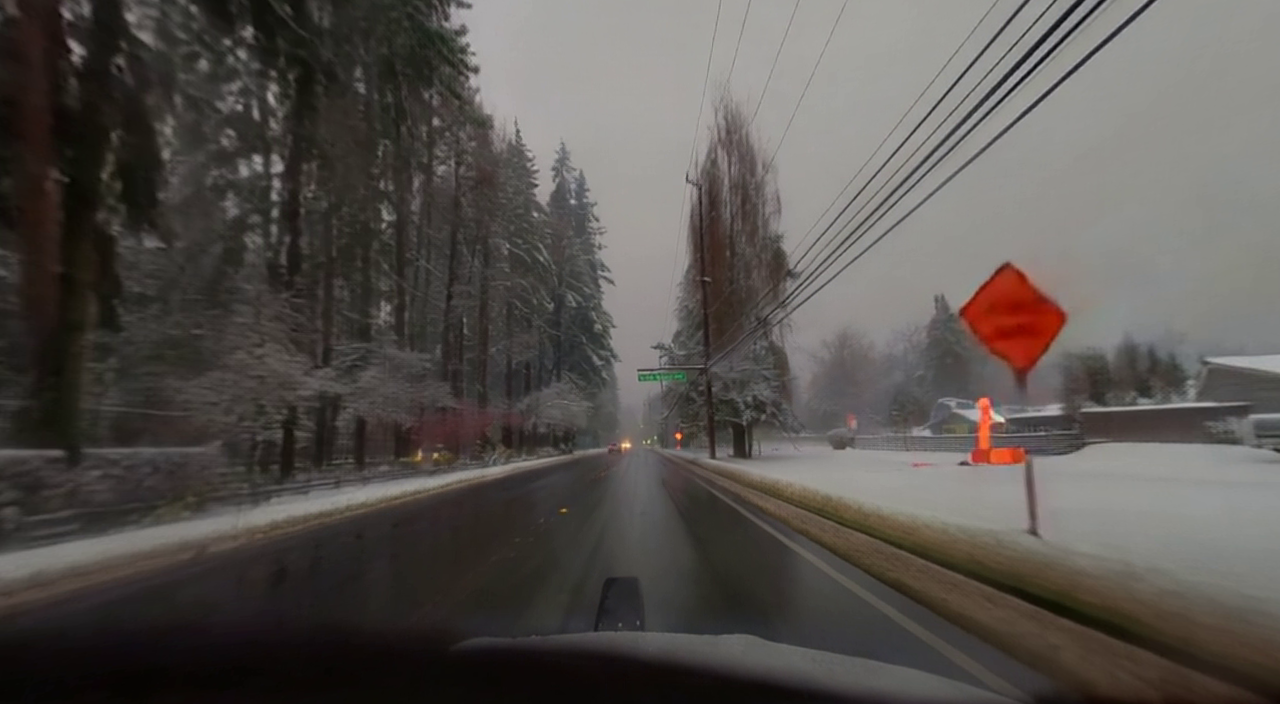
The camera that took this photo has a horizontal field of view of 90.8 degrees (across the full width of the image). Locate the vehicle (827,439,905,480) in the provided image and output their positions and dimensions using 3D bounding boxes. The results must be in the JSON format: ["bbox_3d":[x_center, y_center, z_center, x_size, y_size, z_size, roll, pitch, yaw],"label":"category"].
[{"bbox_3d":[8.673,4.152,24.587,1.733,1.449,3.764,0,-9,1],"label":"vehicle"}]
